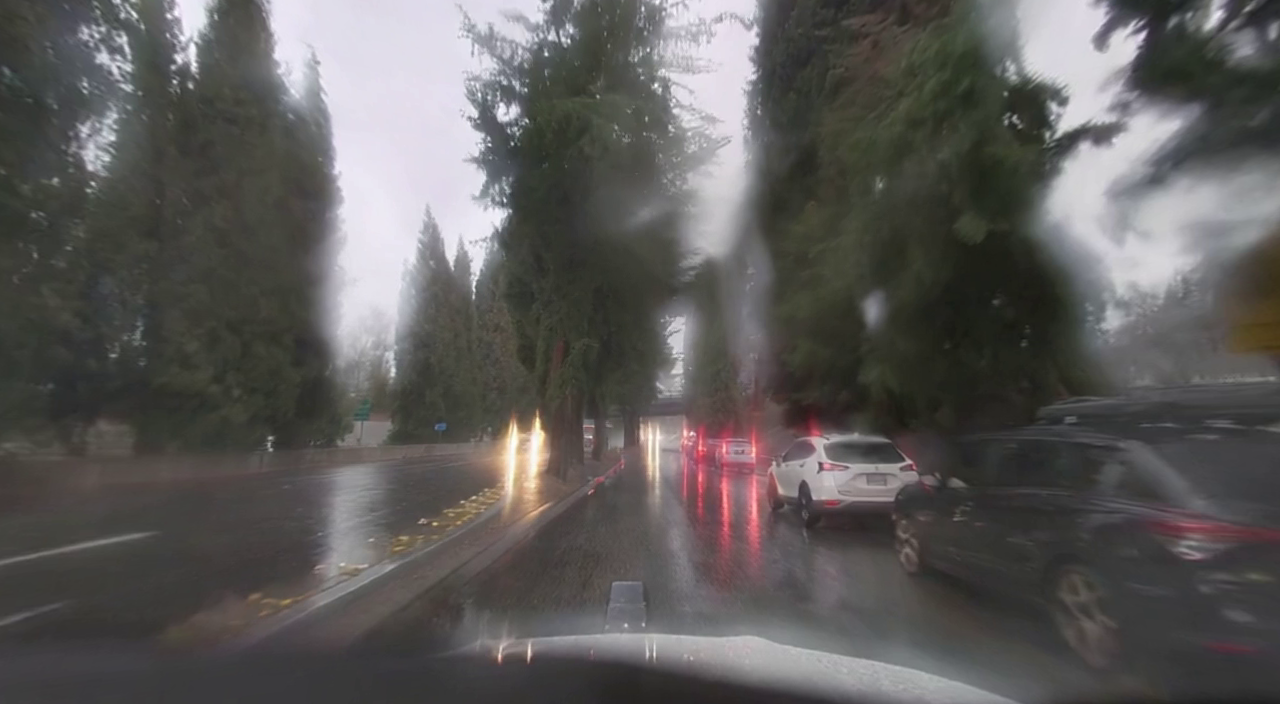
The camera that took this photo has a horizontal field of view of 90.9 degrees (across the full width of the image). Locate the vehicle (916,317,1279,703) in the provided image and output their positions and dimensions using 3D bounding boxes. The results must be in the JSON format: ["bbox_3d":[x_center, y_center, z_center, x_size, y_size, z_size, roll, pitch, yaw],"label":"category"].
[{"bbox_3d":[3.309,0.849,2.807,1.986,1.776,4.822,0,-8,1],"label":"vehicle"}]

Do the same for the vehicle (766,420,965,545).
[{"bbox_3d":[3.526,2.104,10.824,1.868,1.694,4.184,0,-8,0],"label":"vehicle"}]

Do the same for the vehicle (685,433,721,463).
[{"bbox_3d":[4.103,6.337,41.689,1.985,1.895,4.496,0,-8,1],"label":"vehicle"}]

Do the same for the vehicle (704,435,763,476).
[{"bbox_3d":[4.066,4.573,28.142,1.972,1.682,4.397,0,-8,0],"label":"vehicle"}]

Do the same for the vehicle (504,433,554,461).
[{"bbox_3d":[-6.193,5.382,35.675,1.846,1.498,3.886,-1,-8,4],"label":"vehicle"}]
